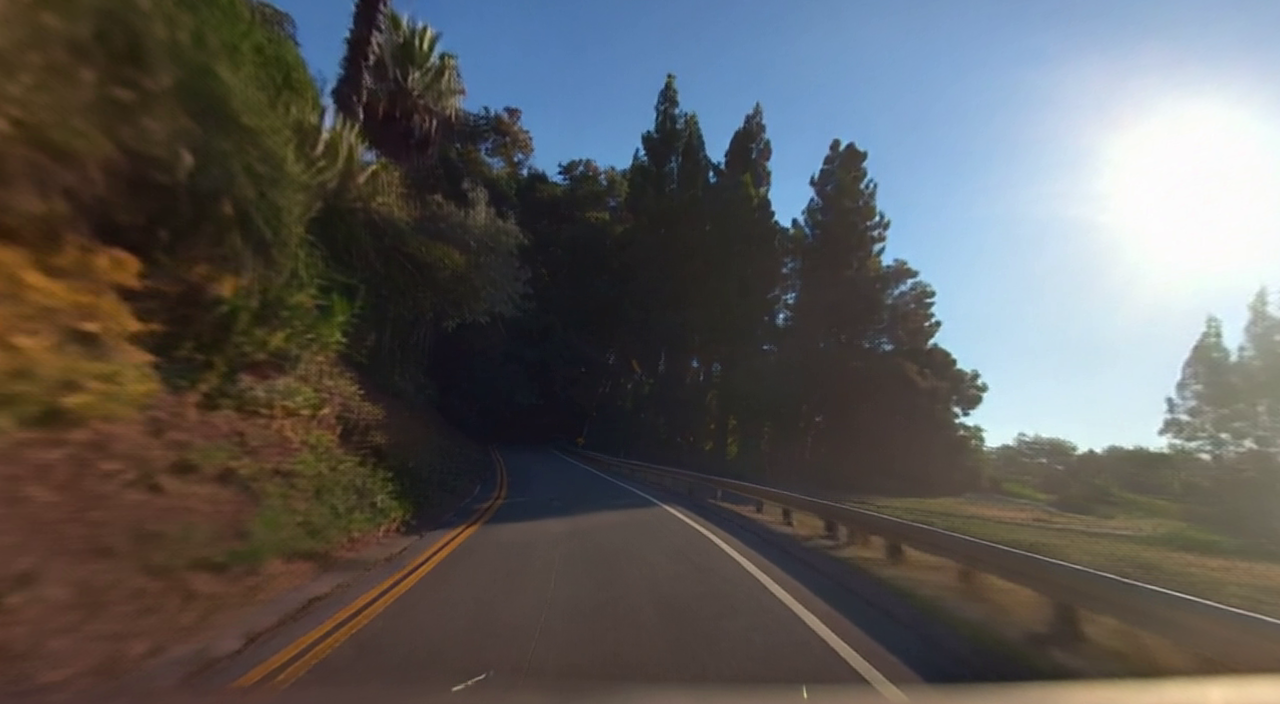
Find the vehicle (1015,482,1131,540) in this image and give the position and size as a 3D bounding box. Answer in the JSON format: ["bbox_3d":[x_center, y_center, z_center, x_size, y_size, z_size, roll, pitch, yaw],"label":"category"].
[{"bbox_3d":[16.325,5.957,24.122,1.856,1.740,4.503,-3,-9,11],"label":"vehicle"}]
